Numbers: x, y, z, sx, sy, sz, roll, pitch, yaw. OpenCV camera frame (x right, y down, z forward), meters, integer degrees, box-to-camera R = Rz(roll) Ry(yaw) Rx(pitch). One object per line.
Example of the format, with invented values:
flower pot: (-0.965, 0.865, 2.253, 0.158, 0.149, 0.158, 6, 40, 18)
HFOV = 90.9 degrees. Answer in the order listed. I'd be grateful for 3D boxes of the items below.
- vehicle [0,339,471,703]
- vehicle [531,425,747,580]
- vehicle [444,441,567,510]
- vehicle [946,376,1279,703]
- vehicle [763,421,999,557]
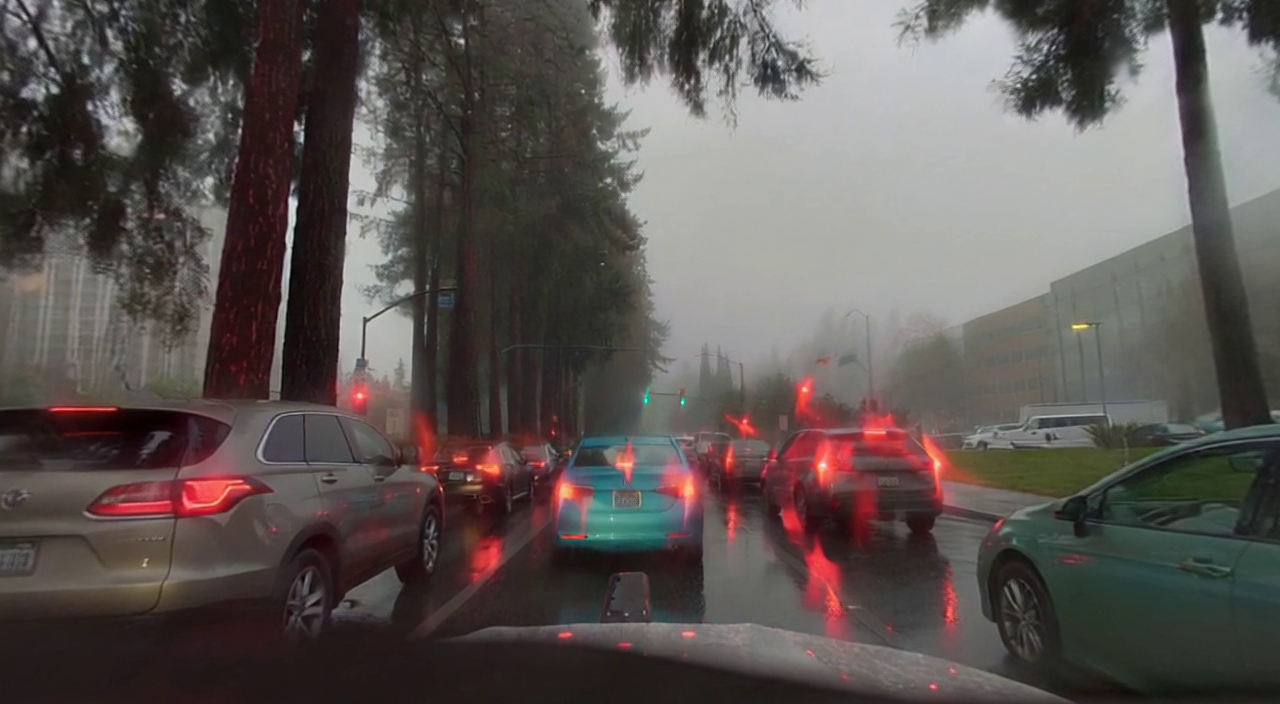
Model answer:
vehicle: (-3.144, 1.160, 5.059, 2.168, 1.750, 4.625, -1, -8, 1)
vehicle: (-0.035, 1.799, 8.328, 2.147, 1.507, 3.953, 0, -8, -1)
vehicle: (-3.059, 2.905, 15.318, 1.975, 1.420, 4.196, -1, -8, 1)
vehicle: (3.318, 0.963, 2.835, 1.899, 1.588, 3.888, 0, -9, 0)
vehicle: (3.410, 2.023, 10.031, 2.040, 1.647, 4.379, 0, -9, 1)
